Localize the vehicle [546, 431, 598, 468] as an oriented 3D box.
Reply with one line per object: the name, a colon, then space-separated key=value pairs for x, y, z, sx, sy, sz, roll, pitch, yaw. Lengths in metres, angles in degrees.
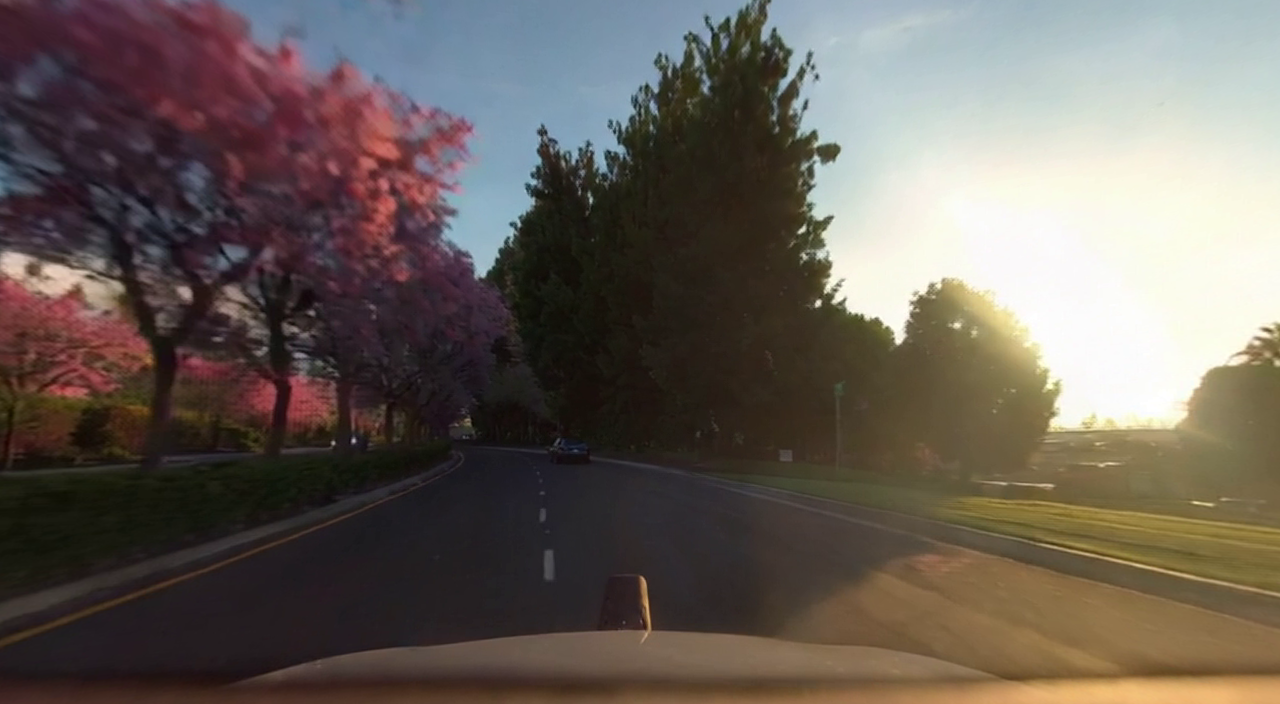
vehicle: x=-3.711 y=5.207 z=33.619 sx=2.166 sy=1.828 sz=4.607 roll=2 pitch=-9 yaw=-14

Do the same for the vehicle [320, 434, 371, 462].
vehicle: x=-19.742 y=6.441 z=42.255 sx=2.172 sy=1.738 sz=4.617 roll=2 pitch=-9 yaw=-14

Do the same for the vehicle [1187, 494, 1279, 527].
vehicle: x=37.199 y=9.862 z=39.063 sx=4.607 sy=1.572 sz=1.763 roll=-6 pitch=-11 yaw=40
